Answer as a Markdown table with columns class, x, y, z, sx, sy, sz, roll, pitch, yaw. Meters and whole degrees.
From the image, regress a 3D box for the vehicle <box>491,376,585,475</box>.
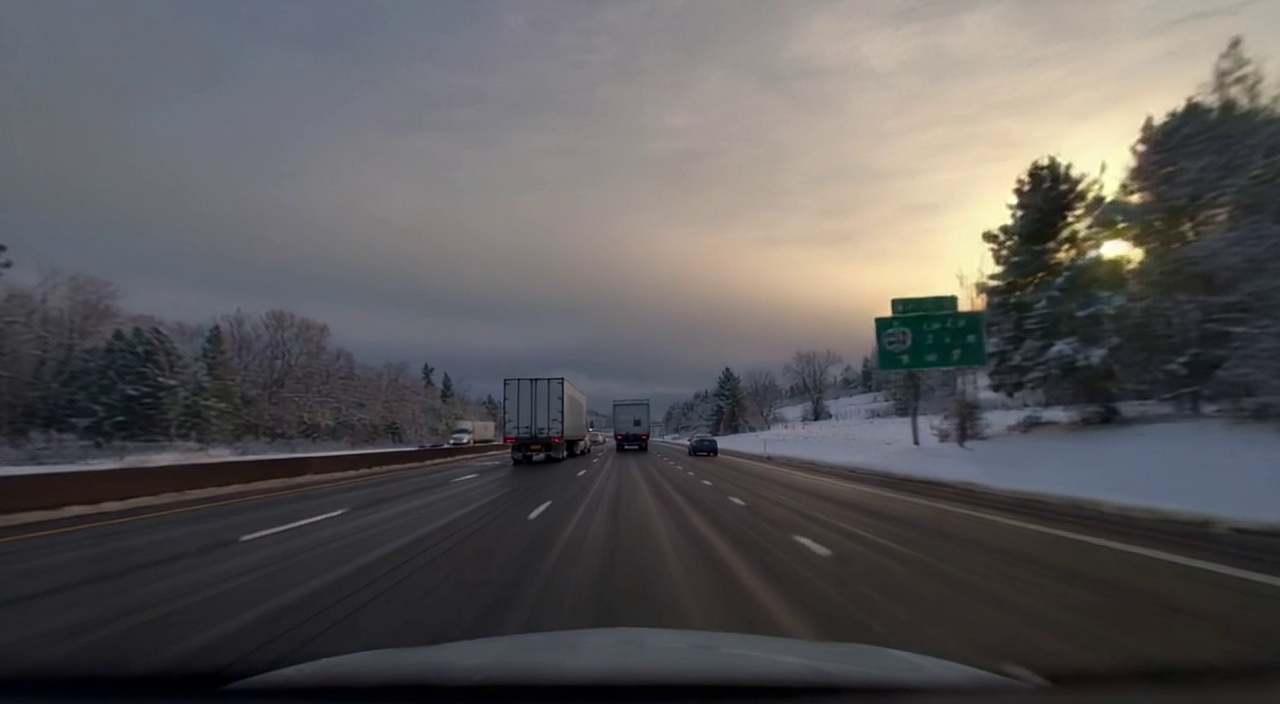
| class | x | y | z | sx | sy | sz | roll | pitch | yaw |
| --- | --- | --- | --- | --- | --- | --- | --- | --- | --- |
| vehicle | -3.799 | 3.004 | 25.220 | 2.728 | 3.405 | 7.096 | 0 | -8 | -1 |

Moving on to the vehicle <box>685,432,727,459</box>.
| class | x | y | z | sx | sy | sz | roll | pitch | yaw |
| --- | --- | --- | --- | --- | --- | --- | --- | --- | --- |
| vehicle | 3.734 | 5.367 | 36.149 | 1.891 | 1.477 | 3.599 | 0 | -8 | -2 |

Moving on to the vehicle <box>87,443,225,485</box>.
| class | x | y | z | sx | sy | sz | roll | pitch | yaw |
| --- | --- | --- | --- | --- | --- | --- | --- | --- | --- |
| vehicle | -19.302 | 4.461 | 25.454 | 1.866 | 1.486 | 4.795 | 0 | -8 | -1 |
